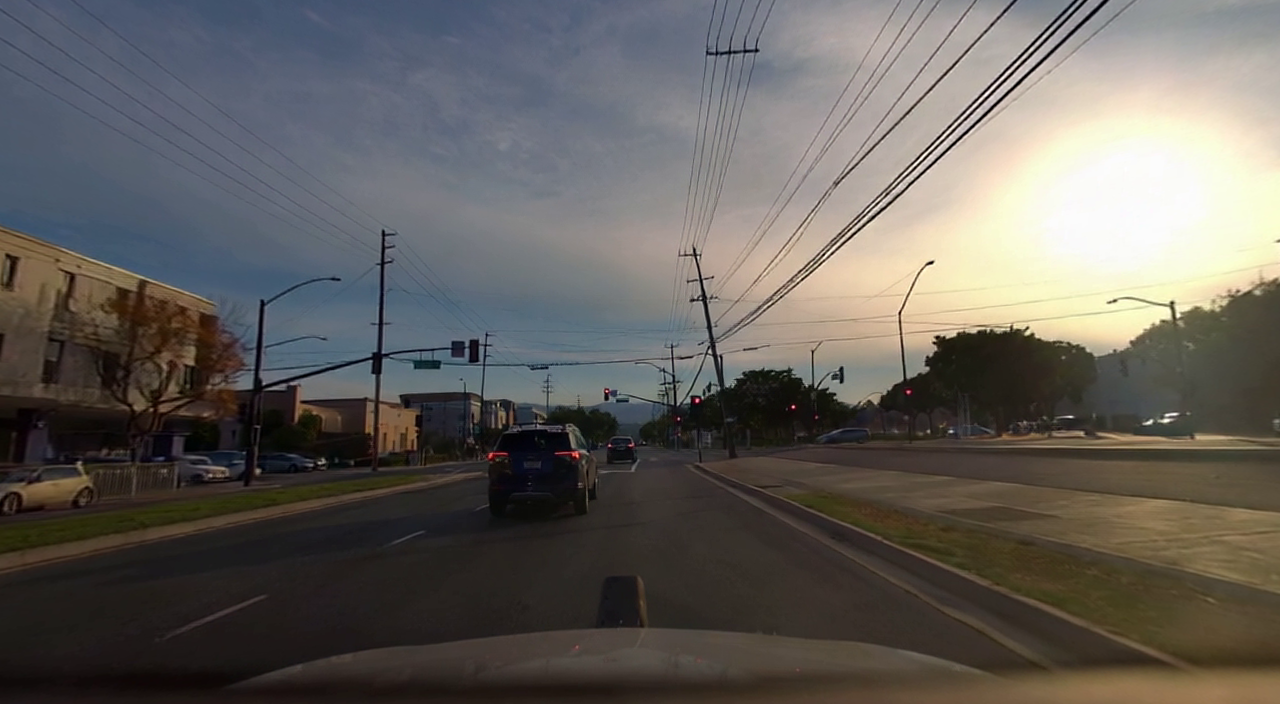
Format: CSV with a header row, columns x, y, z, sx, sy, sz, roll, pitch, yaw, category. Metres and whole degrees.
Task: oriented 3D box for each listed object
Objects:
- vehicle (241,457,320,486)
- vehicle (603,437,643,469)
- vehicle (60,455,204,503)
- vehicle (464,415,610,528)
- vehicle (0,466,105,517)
x,y,z,sx,sy,sz,roll,pitch,yaw,category
-20.130,6.678,35.590,1.826,1.430,4.426,0,-9,0,vehicle
-0.927,5.777,36.235,2.144,1.681,3.855,0,-9,0,vehicle
-20.121,5.012,25.333,1.989,1.689,4.388,0,-9,2,vehicle
-1.712,2.191,12.012,2.022,1.757,4.041,0,-9,1,vehicle
-20.203,4.490,20.533,1.790,1.415,4.450,0,-9,-2,vehicle
